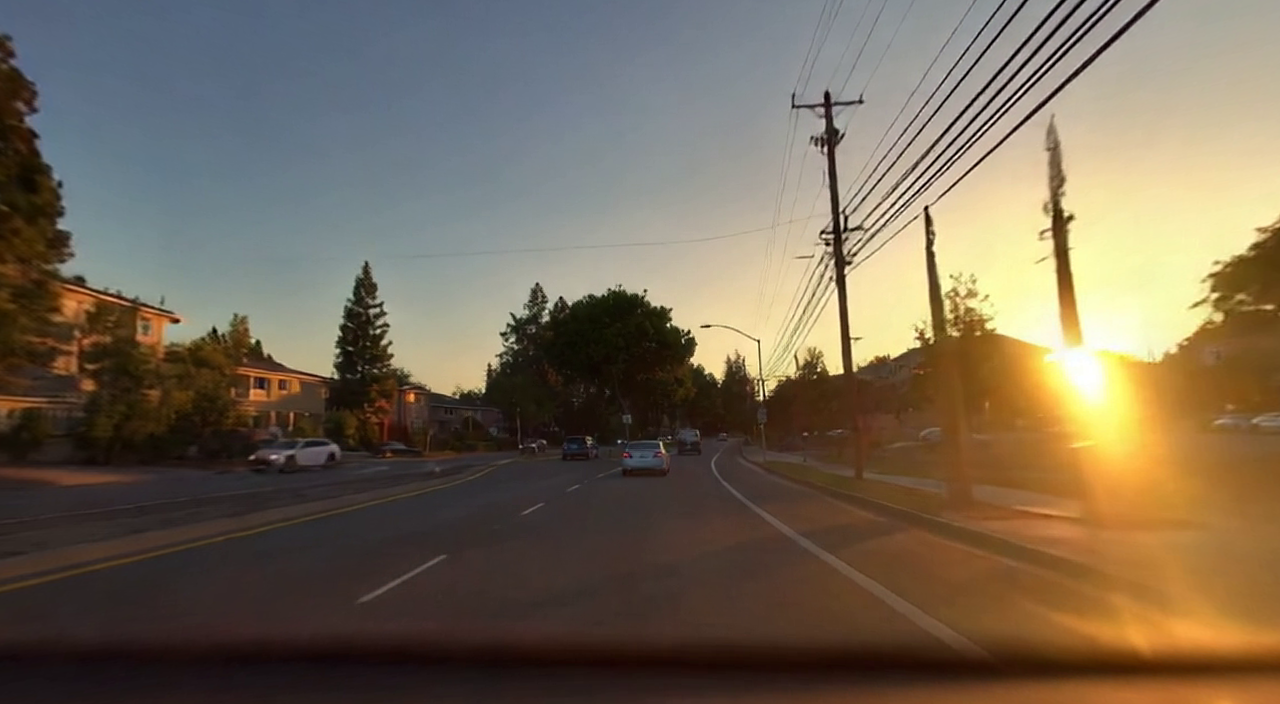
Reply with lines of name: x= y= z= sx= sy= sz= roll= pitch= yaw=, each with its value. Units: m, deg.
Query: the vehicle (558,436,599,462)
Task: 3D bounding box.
vehicle: x=-3.777 y=6.047 z=39.234 sx=1.983 sy=1.485 sz=4.159 roll=-1 pitch=-9 yaw=2

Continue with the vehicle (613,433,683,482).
vehicle: x=0.368 y=3.552 z=21.439 sx=2.117 sy=1.474 sz=4.036 roll=-1 pitch=-9 yaw=4

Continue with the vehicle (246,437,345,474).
vehicle: x=-17.527 y=5.300 z=32.382 sx=2.081 sy=1.739 sz=4.704 roll=-1 pitch=-9 yaw=6
